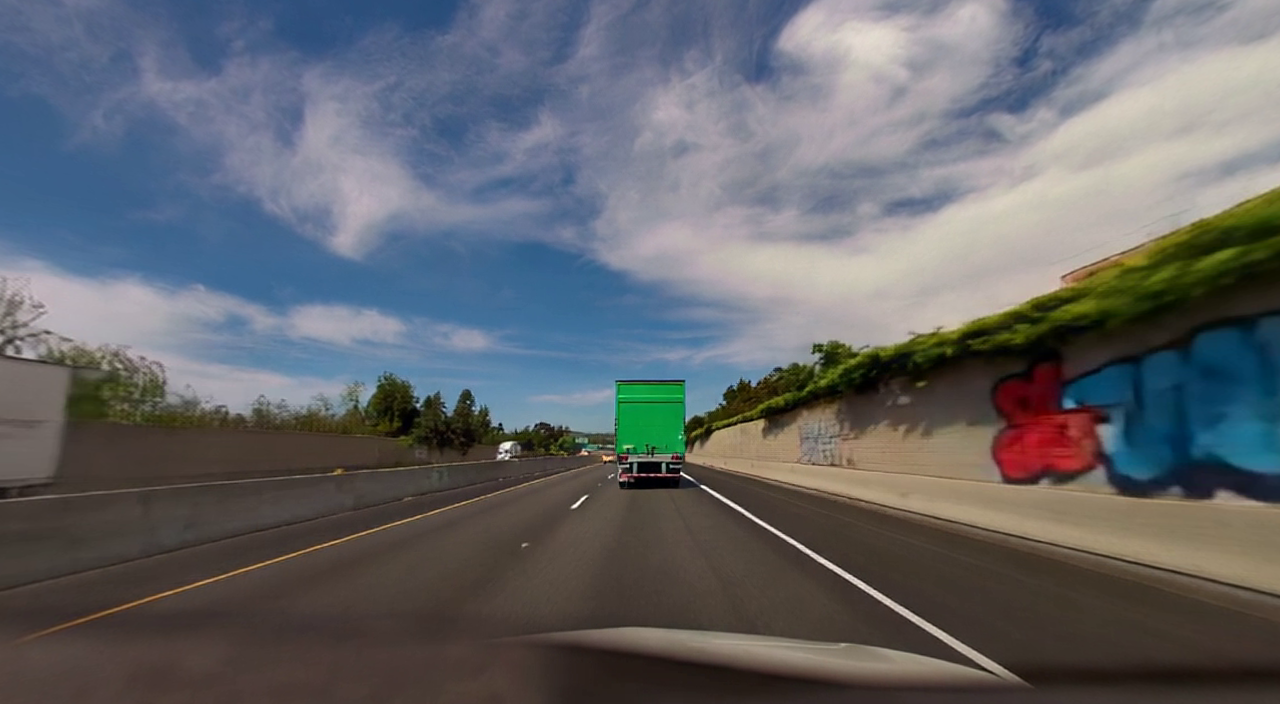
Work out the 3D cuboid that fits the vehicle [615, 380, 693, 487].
[{"bbox_3d":[0.421,3.811,28.566,2.900,3.955,10.151,0,-9,-1],"label":"vehicle"}]
